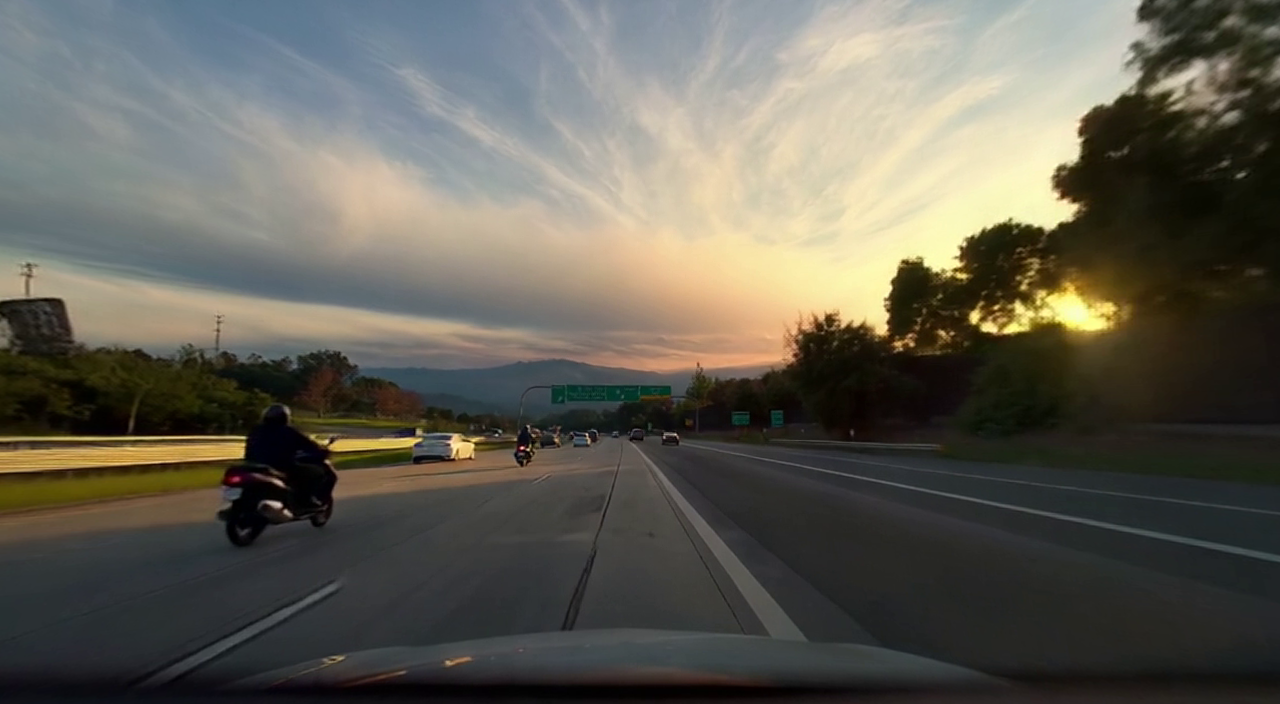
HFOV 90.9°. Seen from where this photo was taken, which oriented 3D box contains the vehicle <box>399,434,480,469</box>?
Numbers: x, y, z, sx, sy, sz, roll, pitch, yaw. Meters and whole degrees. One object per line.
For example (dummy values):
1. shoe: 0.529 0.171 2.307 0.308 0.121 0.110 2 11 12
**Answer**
1. vehicle: -8.692 4.324 27.798 2.053 1.409 4.704 0 -8 -1
